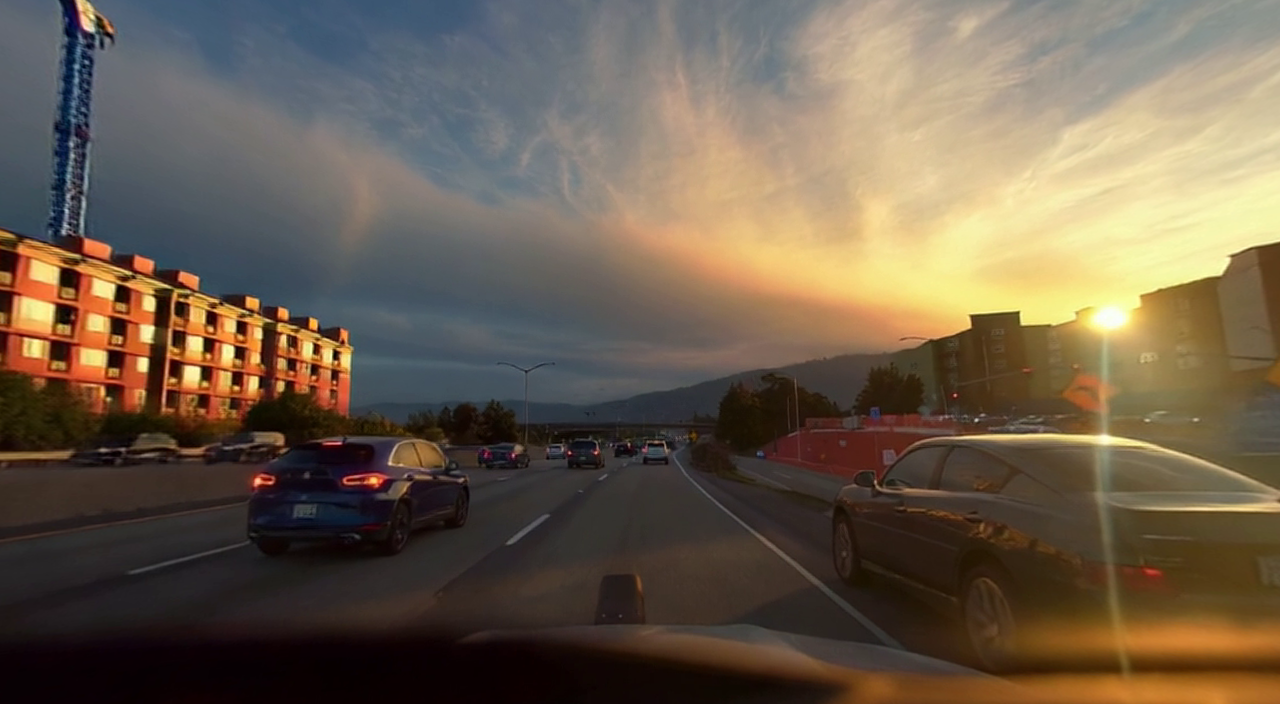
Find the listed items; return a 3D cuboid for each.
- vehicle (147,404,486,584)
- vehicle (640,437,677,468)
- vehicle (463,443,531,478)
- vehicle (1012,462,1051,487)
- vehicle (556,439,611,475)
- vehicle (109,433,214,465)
[{"bbox_3d":[-3.689,1.699,8.369,2.045,1.710,4.382,0,-8,2],"label":"vehicle"},{"bbox_3d":[1.126,6.209,38.934,2.116,1.763,4.352,0,-8,1],"label":"vehicle"},{"bbox_3d":[-6.583,5.024,29.507,1.959,1.486,4.460,0,-8,2],"label":"vehicle"},{"bbox_3d":[28.063,8.749,45.219,1.873,1.547,4.240,-4,-9,25],"label":"vehicle"},{"bbox_3d":[-2.755,5.271,31.806,2.109,1.657,4.554,0,-8,4],"label":"vehicle"},{"bbox_3d":[-26.516,5.396,35.169,1.878,1.670,4.803,0,-8,3],"label":"vehicle"}]
